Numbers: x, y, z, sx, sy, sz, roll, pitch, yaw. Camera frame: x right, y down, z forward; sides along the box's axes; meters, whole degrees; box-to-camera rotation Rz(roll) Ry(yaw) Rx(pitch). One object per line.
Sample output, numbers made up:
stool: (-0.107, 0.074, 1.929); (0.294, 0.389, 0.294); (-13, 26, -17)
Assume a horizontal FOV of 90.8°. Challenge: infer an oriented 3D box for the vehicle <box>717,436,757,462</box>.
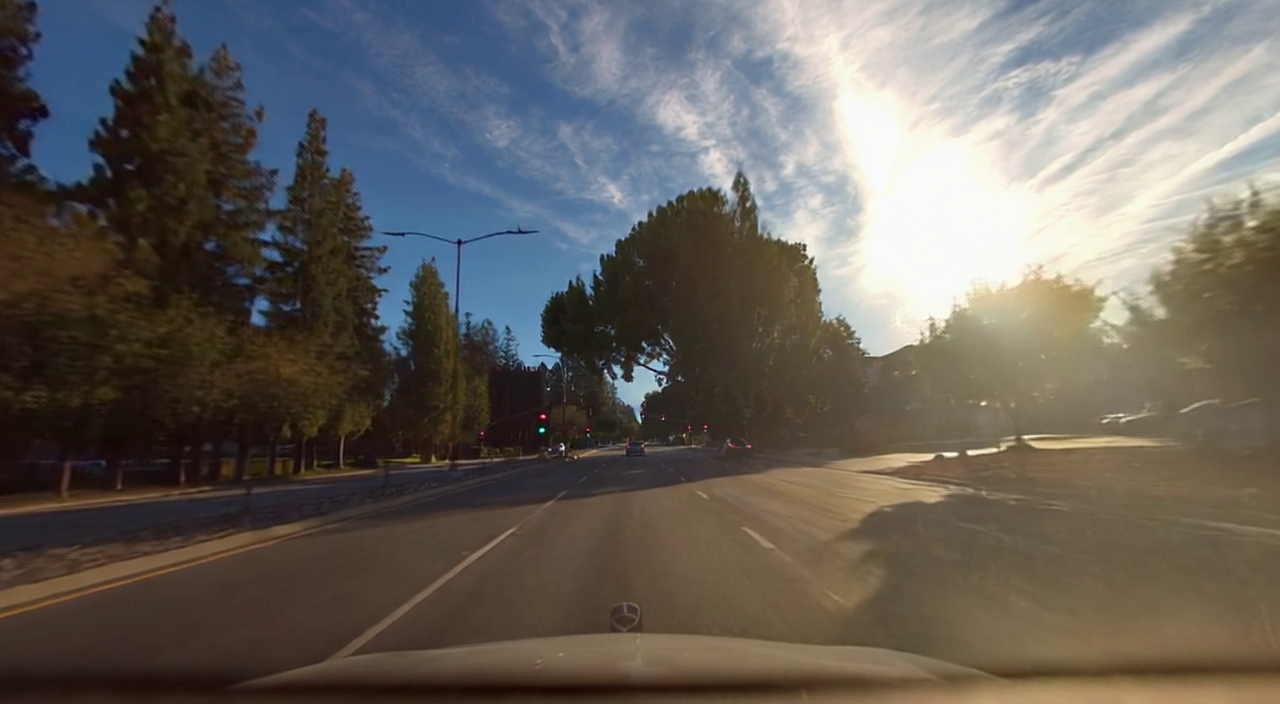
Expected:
vehicle: (6.730, 6.792, 44.314); (2.011, 1.710, 4.357); (0, -9, -2)
